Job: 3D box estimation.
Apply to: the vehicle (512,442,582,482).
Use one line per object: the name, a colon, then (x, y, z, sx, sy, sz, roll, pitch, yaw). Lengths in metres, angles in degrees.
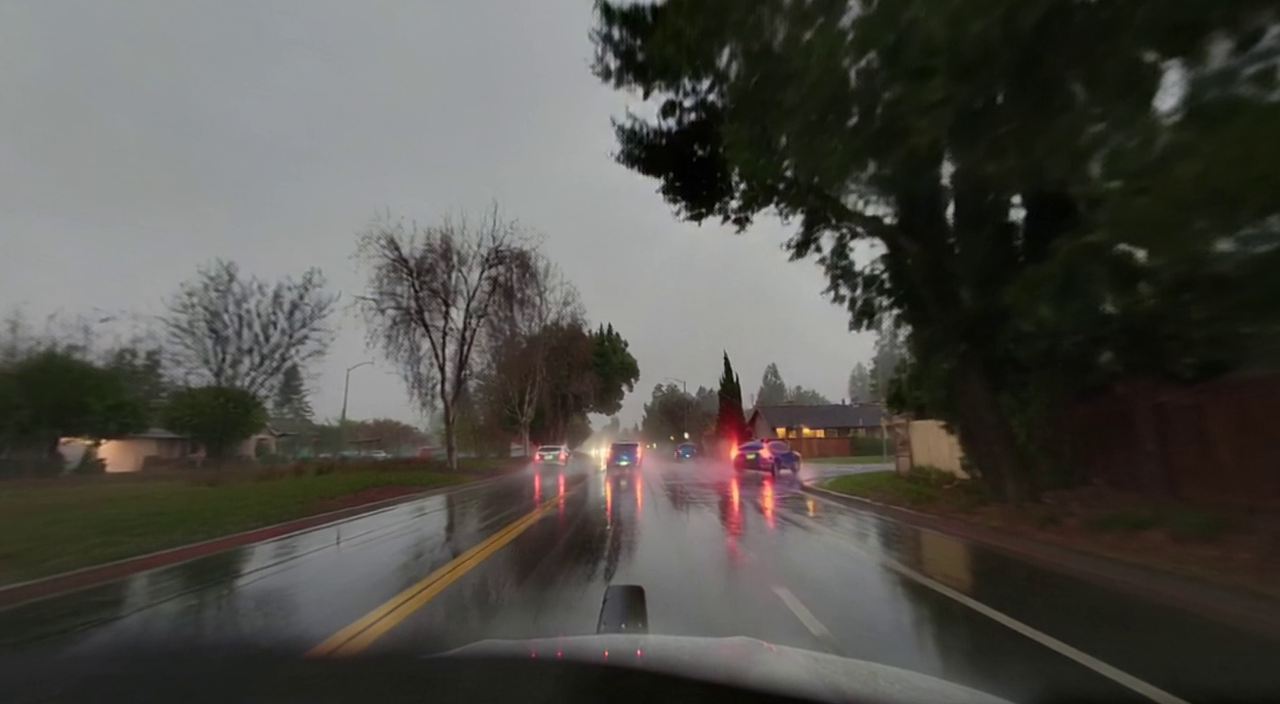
vehicle: (-3.628, 4.370, 25.328, 2.032, 1.433, 4.458, 0, -8, 1)

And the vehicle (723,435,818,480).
vehicle: (5.615, 4.413, 26.561, 2.192, 1.677, 4.820, -6, -10, 34)

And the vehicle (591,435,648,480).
vehicle: (-0.789, 4.452, 26.748, 2.220, 1.742, 4.047, 0, -8, 1)

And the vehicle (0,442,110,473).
vehicle: (-33.564, 6.017, 35.946, 4.600, 1.698, 1.993, 0, -8, 2)
